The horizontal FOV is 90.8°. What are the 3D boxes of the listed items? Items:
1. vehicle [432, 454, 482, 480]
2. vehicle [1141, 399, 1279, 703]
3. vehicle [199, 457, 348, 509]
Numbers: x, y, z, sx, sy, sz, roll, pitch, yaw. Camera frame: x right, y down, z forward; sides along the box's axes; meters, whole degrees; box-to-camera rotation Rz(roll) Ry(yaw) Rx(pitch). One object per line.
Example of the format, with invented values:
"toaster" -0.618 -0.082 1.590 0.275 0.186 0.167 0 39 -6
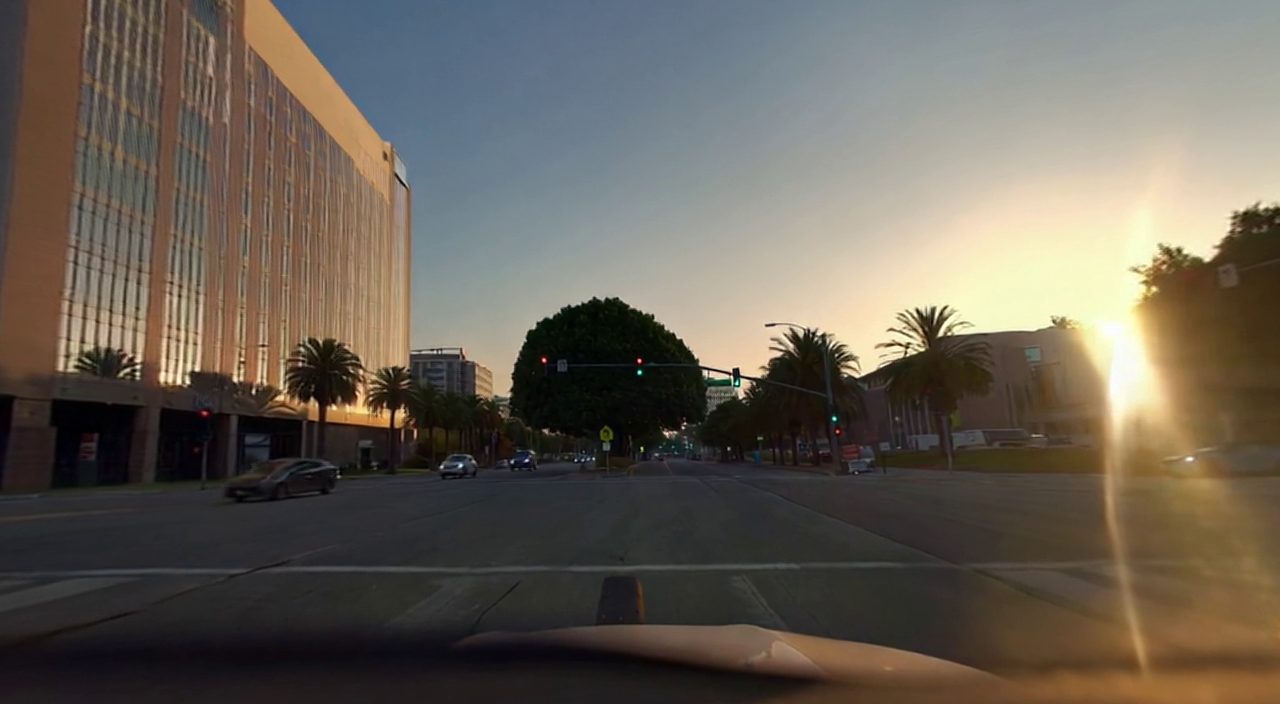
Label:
"vehicle" -12.349 7.750 42.894 2.038 1.624 4.292 0 -9 1
"vehicle" 3.220 0.607 0.169 2.106 1.472 4.854 0 -9 -1
"vehicle" -12.371 4.422 21.820 2.145 1.504 4.857 0 -9 1
